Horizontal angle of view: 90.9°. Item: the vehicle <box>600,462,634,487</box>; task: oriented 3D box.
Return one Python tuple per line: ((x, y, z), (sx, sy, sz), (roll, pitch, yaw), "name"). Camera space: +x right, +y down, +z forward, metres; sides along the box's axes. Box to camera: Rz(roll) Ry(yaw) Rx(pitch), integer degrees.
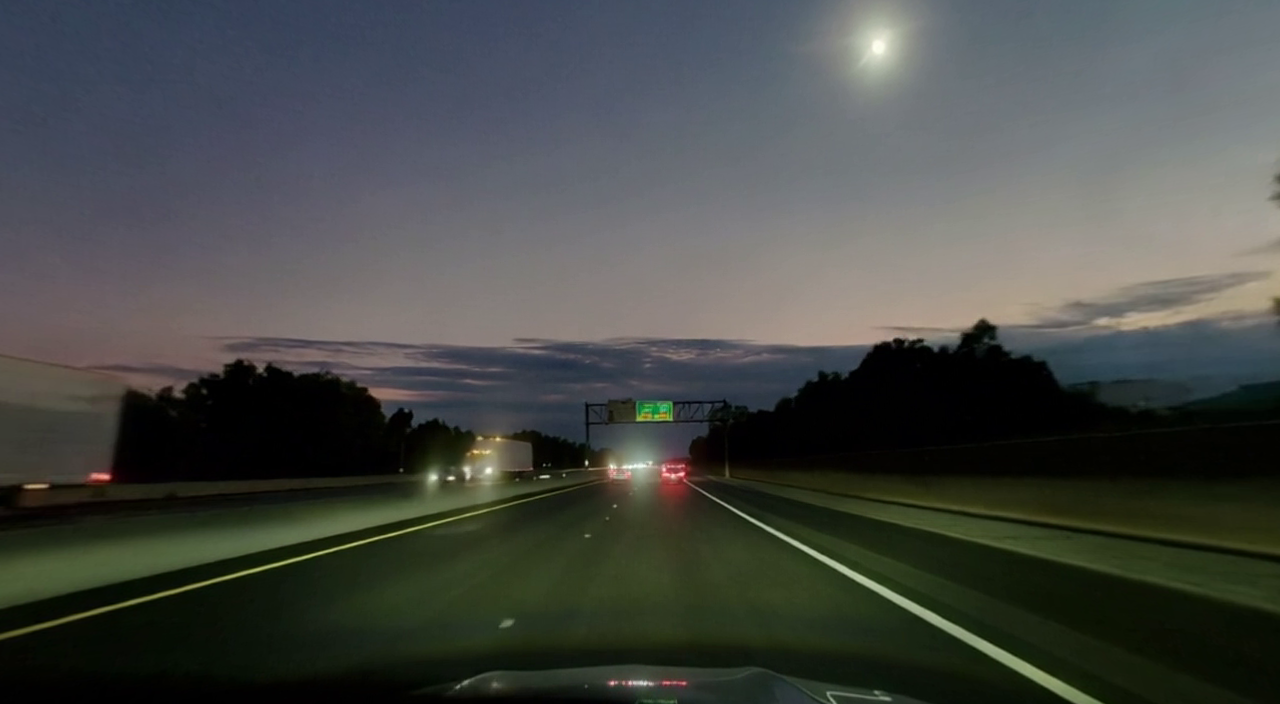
((-1.668, 9.109, 47.008), (2.160, 1.721, 4.368), (0, -11, 3), "vehicle")
